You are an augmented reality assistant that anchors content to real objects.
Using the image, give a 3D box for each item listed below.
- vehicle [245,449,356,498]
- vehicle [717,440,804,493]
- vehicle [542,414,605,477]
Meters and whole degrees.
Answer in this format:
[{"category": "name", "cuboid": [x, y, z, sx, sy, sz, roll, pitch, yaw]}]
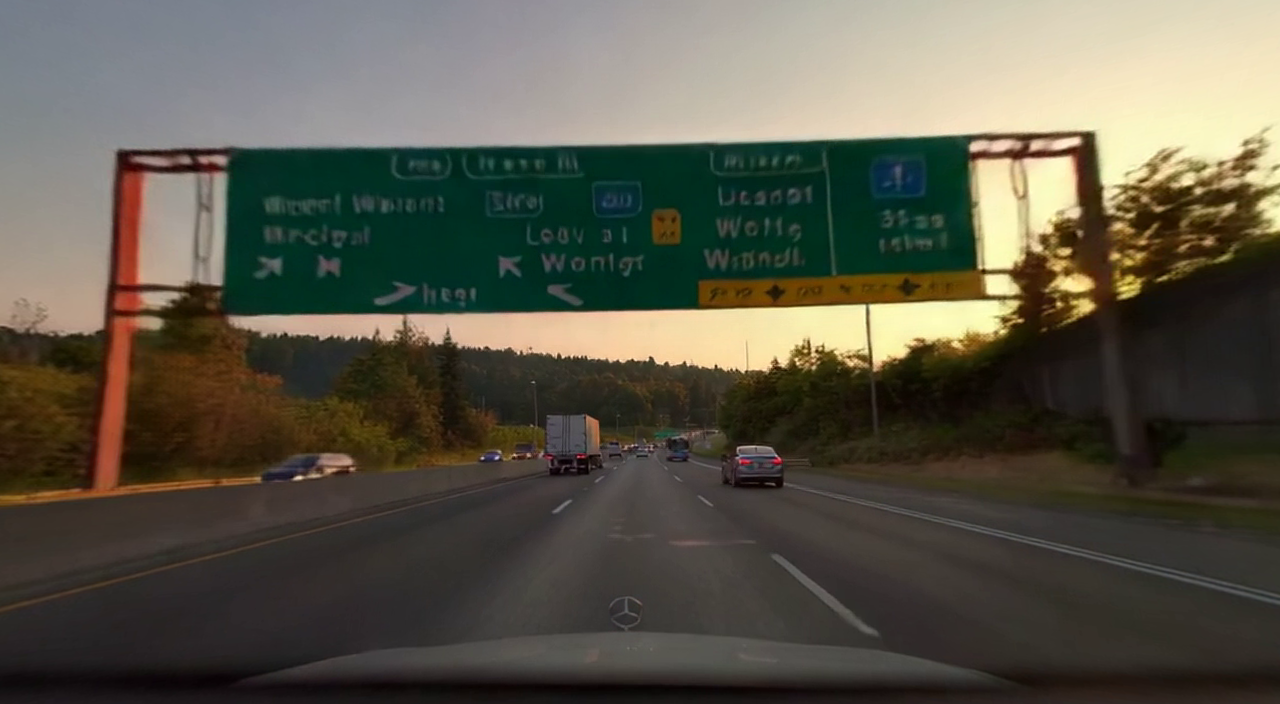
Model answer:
[{"category": "vehicle", "cuboid": [-11.615, 4.150, 21.904, 1.705, 1.524, 3.845, 0, -9, 0]}, {"category": "vehicle", "cuboid": [3.829, 3.708, 20.713, 1.983, 1.545, 4.038, 0, -9, -1]}, {"category": "vehicle", "cuboid": [-3.586, 5.280, 35.566, 2.667, 3.195, 6.731, 0, -9, 1]}]
